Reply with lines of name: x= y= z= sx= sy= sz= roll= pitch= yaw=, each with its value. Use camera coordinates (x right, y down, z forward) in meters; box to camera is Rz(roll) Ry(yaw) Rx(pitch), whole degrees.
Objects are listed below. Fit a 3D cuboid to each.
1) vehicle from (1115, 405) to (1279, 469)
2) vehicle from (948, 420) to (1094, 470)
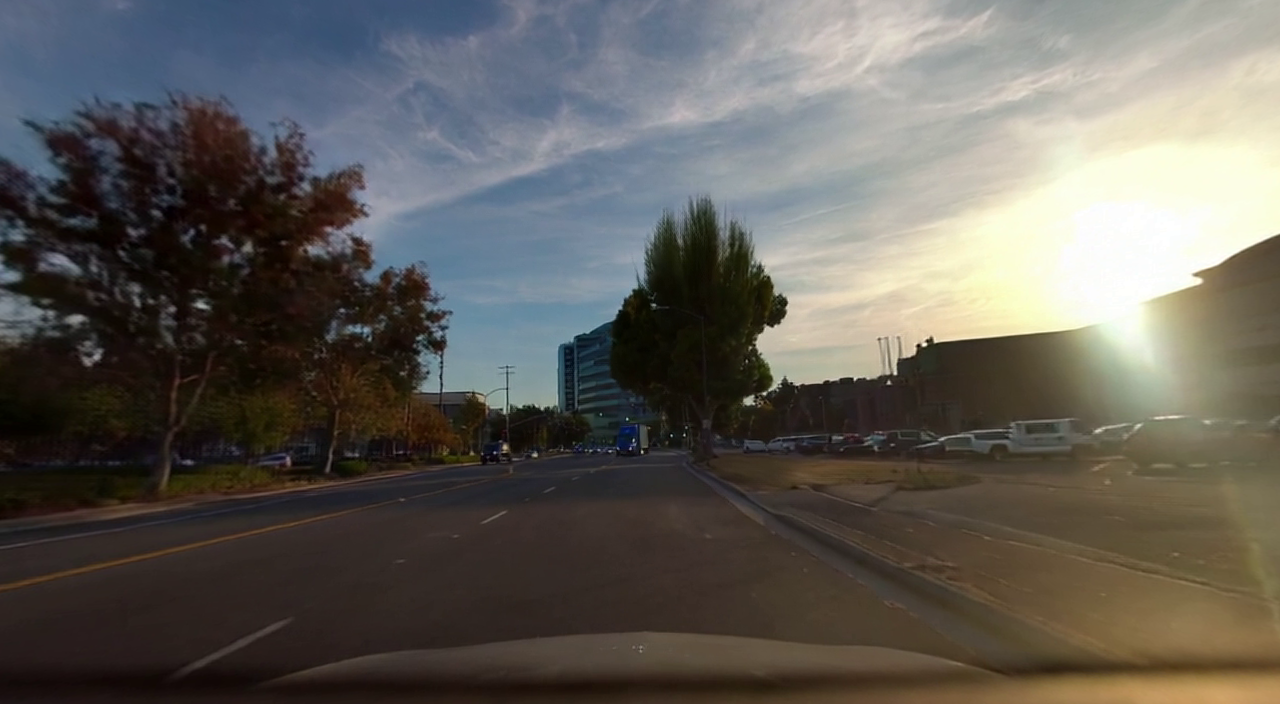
vehicle: x=17.445 y=2.635 z=19.354 sx=4.653 sy=1.782 sz=2.042 roll=3 pitch=-9 yaw=-16
vehicle: x=16.435 y=4.034 z=27.326 sx=5.051 sy=2.038 sz=2.142 roll=1 pitch=-9 yaw=-9
